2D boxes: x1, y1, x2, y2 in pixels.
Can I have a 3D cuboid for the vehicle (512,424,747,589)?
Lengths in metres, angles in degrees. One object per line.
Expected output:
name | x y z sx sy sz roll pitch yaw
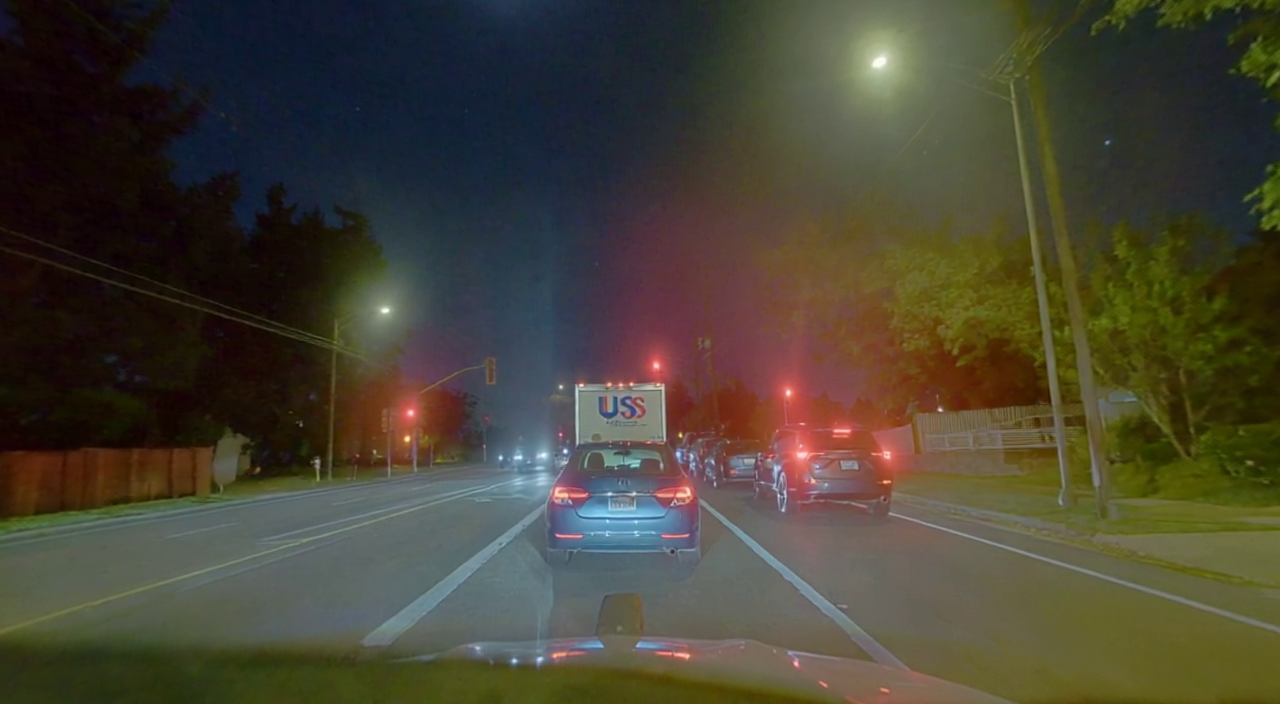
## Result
vehicle | -0.149 1.720 7.933 2.135 1.483 4.207 0 -8 -2

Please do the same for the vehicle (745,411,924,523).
vehicle | 3.606 2.244 12.819 2.145 1.847 4.524 0 -8 0
